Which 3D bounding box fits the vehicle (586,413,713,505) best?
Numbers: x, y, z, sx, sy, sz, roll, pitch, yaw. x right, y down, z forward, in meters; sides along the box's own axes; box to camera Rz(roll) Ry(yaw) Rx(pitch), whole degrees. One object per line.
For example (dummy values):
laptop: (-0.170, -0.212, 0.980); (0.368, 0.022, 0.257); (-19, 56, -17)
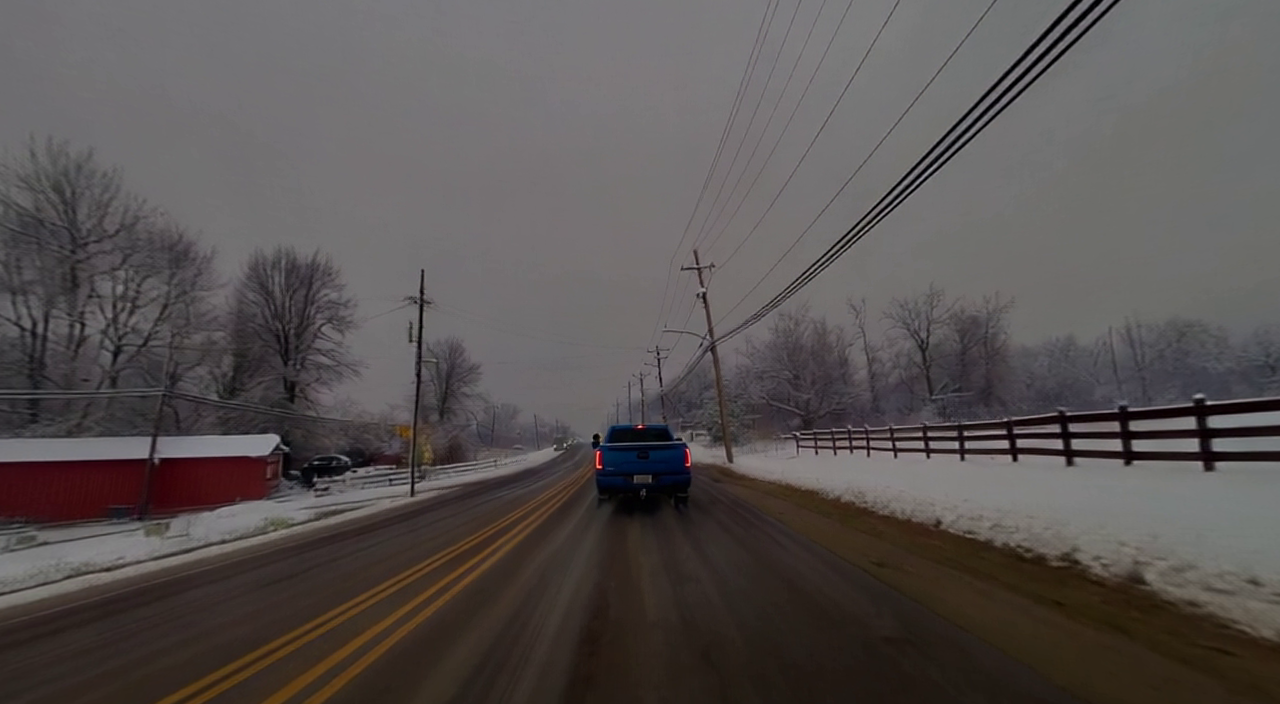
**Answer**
vehicle: (0.092, 2.736, 16.616); (2.693, 1.941, 6.356); (0, -8, -2)
